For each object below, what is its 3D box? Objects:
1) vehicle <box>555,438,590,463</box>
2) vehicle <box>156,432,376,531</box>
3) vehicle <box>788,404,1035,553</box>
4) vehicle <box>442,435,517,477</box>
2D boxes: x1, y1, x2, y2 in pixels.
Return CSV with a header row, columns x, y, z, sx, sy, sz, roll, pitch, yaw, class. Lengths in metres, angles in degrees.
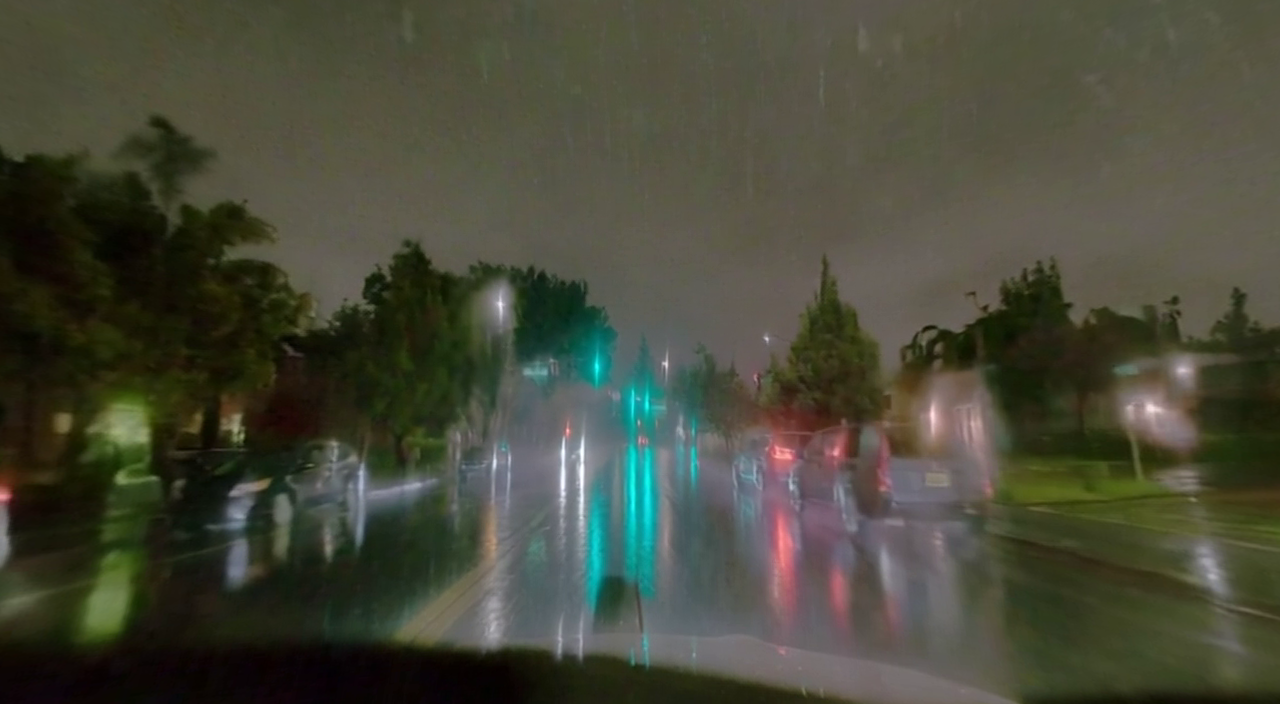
x,y,z,sx,sy,sz,roll,pitch,yaw,class
-4.519,6.515,41.758,1.971,1.497,4.285,1,-9,-10,vehicle
-7.577,2.631,13.445,1.994,1.718,4.518,0,-8,-2,vehicle
3.822,1.856,9.902,1.908,1.788,4.397,0,-8,0,vehicle
-7.497,4.931,30.068,2.150,1.766,5.483,-1,-8,0,vehicle
